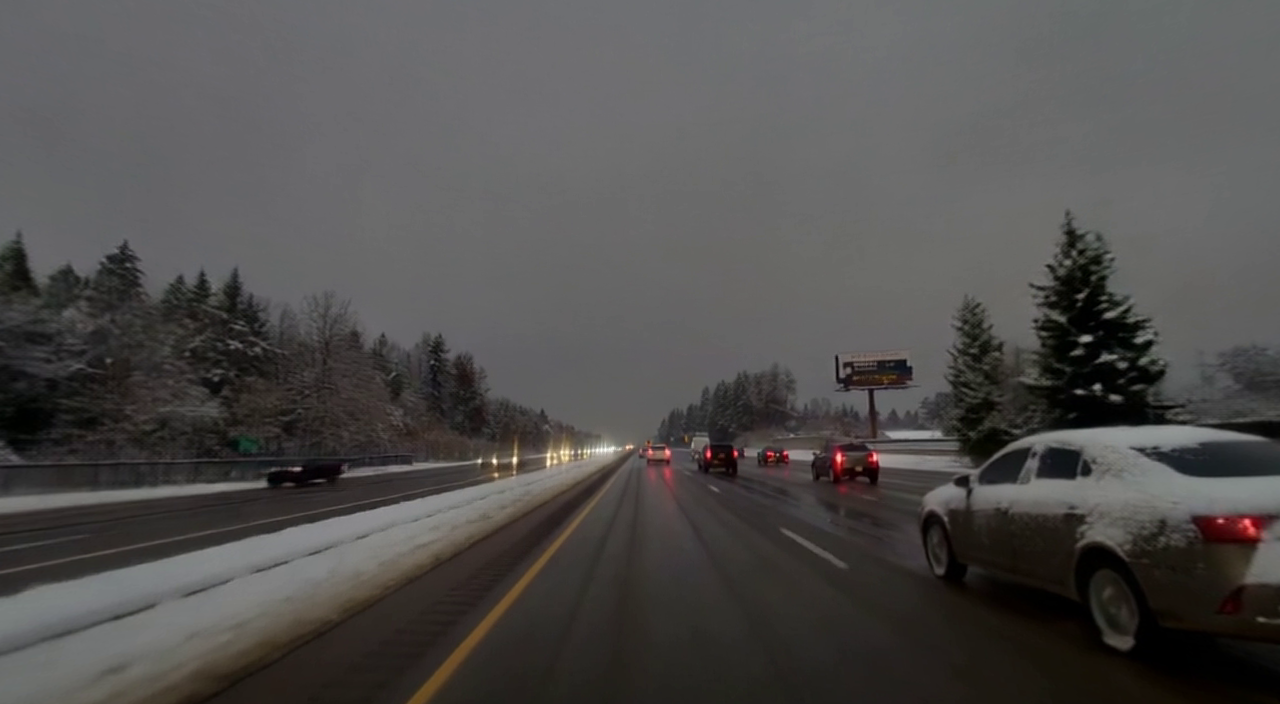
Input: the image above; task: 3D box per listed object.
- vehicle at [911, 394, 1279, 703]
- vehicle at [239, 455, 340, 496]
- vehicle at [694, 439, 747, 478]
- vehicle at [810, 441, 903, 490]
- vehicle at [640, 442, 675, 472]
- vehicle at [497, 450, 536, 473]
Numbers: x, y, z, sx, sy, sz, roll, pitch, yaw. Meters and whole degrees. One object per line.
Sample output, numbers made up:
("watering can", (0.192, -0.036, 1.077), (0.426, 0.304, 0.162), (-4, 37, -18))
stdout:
("vehicle", (3.919, 1.230, 4.482), (1.989, 1.609, 4.355), (0, -8, -1))
("vehicle", (-16.492, 5.796, 30.037), (2.158, 1.692, 4.521), (-1, -8, 1))
("vehicle", (4.129, 5.551, 33.221), (2.075, 1.845, 4.667), (0, -8, -1))
("vehicle", (7.643, 4.028, 22.734), (1.807, 1.558, 4.352), (0, -8, 0))
("vehicle", (1.115, 6.787, 41.115), (2.145, 1.832, 4.004), (-1, -8, 1))
("vehicle", (-9.288, 8.258, 47.879), (1.912, 1.610, 4.646), (-1, -8, 1))
